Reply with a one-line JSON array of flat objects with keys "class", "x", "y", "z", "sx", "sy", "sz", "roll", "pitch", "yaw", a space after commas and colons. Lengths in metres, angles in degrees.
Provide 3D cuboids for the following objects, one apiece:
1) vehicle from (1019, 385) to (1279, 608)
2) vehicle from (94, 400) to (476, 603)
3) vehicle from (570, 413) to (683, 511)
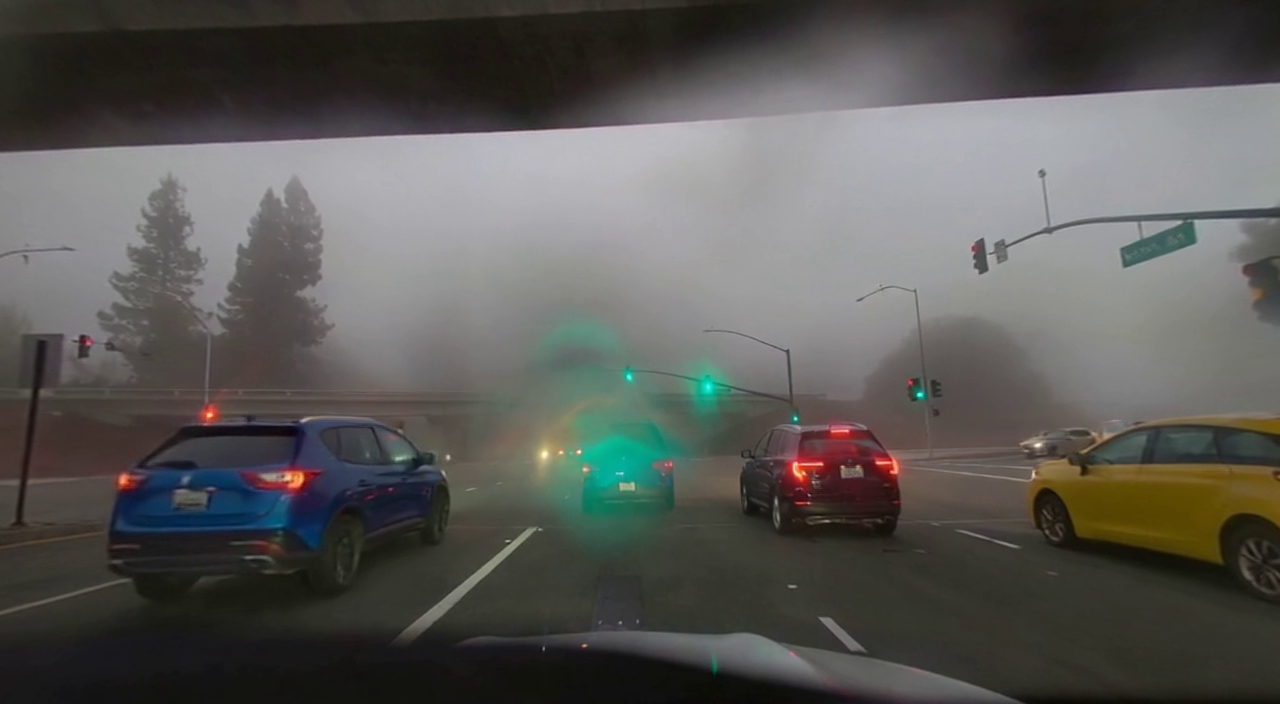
[{"class": "vehicle", "x": 6.218, "y": 1.351, "z": 6.370, "sx": 2.074, "sy": 1.785, "sz": 4.320, "roll": 0, "pitch": -8, "yaw": 0}, {"class": "vehicle", "x": -3.749, "y": 1.661, "z": 7.978, "sx": 2.060, "sy": 1.768, "sz": 4.681, "roll": 0, "pitch": -8, "yaw": 0}, {"class": "vehicle", "x": -0.349, "y": 2.623, "z": 15.498, "sx": 2.342, "sy": 2.026, "sz": 4.642, "roll": 0, "pitch": -8, "yaw": -2}]
